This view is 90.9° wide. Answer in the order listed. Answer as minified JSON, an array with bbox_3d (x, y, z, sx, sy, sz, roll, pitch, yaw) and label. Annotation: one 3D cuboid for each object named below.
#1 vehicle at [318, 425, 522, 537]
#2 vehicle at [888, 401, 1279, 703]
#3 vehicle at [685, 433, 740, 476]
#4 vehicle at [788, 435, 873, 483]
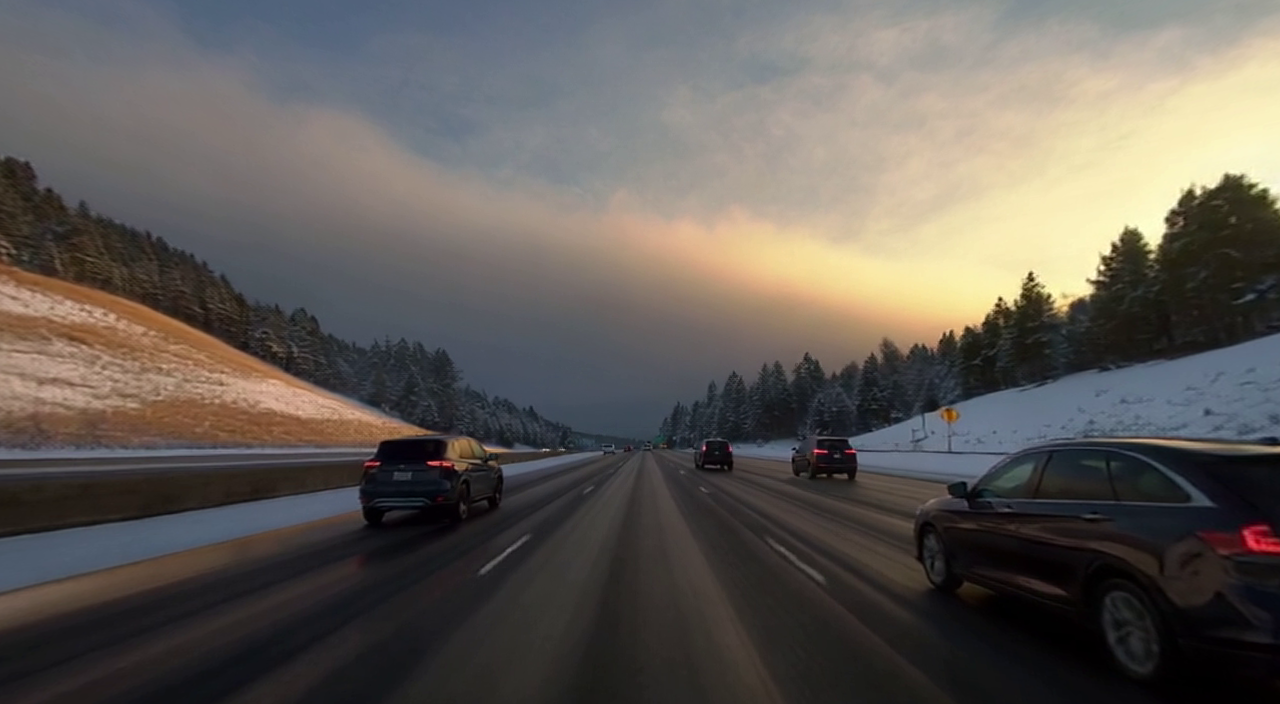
[{"bbox_3d":[-3.780,2.295,11.866,2.166,1.672,4.388,0,-8,1],"label":"vehicle"},{"bbox_3d":[3.411,1.170,4.008,1.941,1.481,4.300,0,-8,1],"label":"vehicle"},{"bbox_3d":[3.502,5.025,31.255,2.121,1.925,5.056,0,-8,0],"label":"vehicle"},{"bbox_3d":[7.405,4.201,25.037,1.998,1.717,4.338,0,-8,0],"label":"vehicle"}]
